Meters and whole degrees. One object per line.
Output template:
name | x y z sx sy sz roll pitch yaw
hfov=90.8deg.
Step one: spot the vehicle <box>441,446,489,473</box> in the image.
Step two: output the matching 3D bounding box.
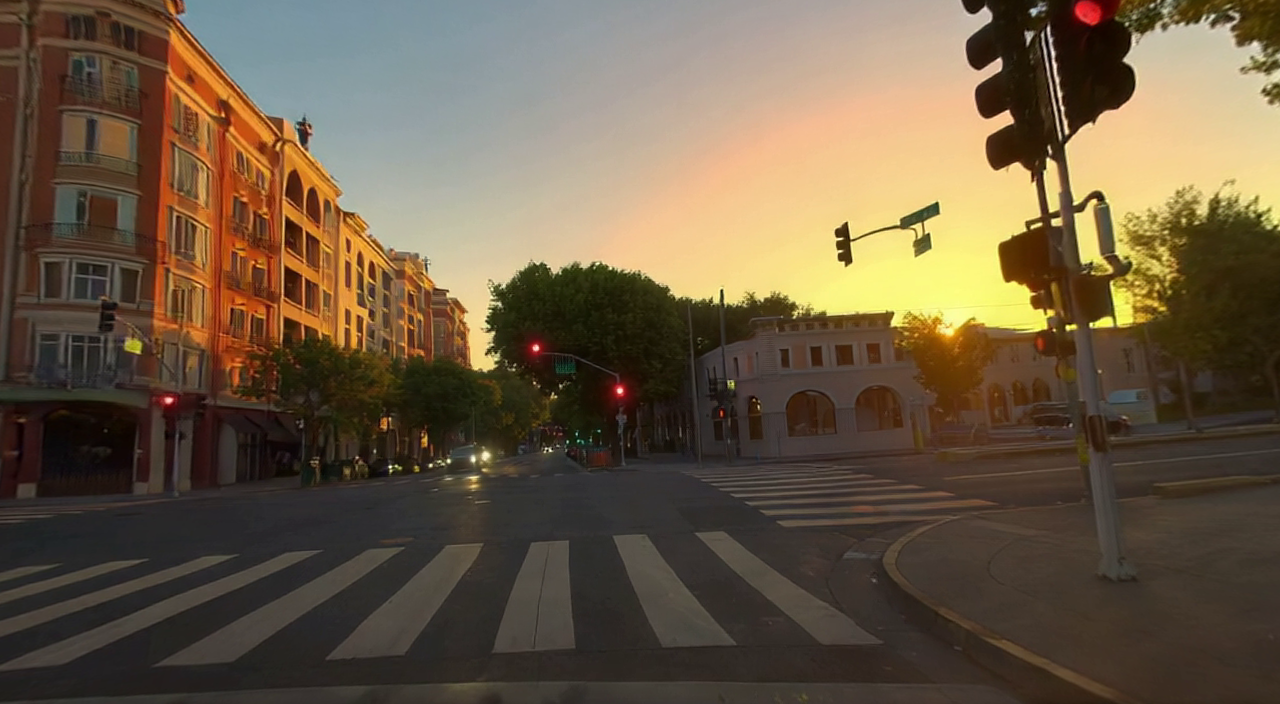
vehicle | -10.459 6.467 38.147 2.196 1.503 4.371 1 -8 -8
